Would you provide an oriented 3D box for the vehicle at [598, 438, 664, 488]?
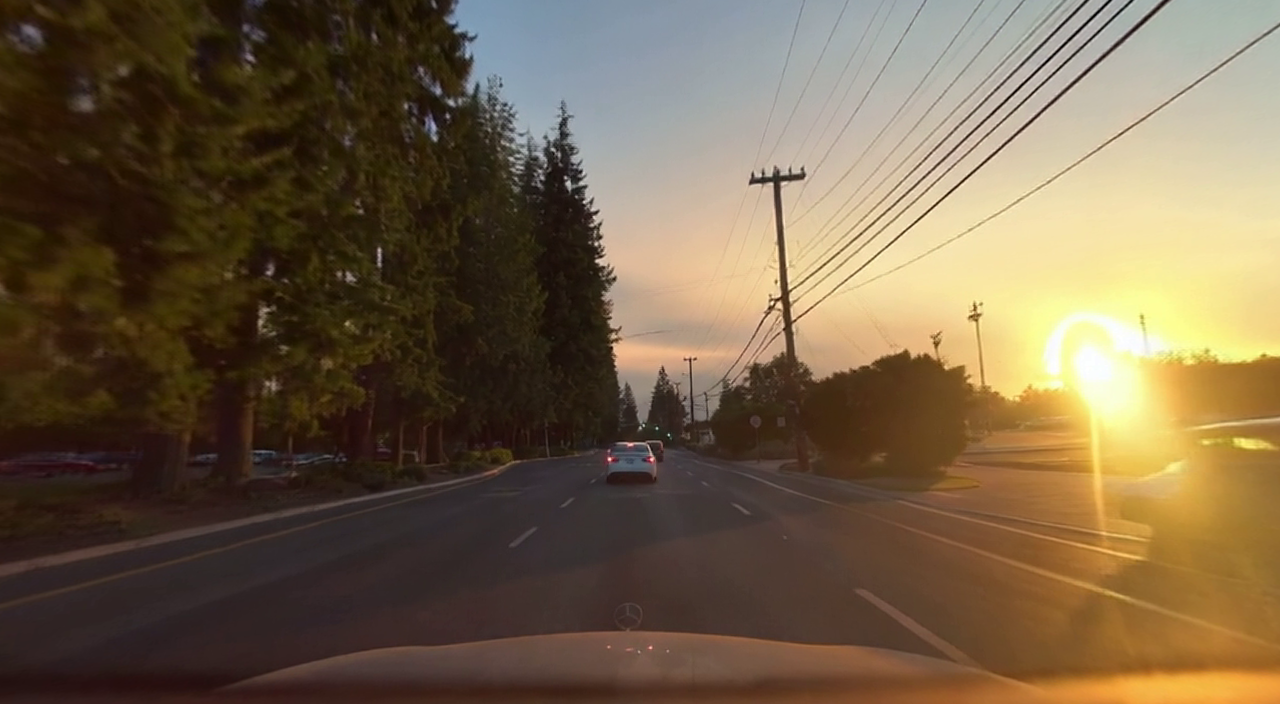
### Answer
[{"bbox_3d":[-0.263,3.642,20.926,1.991,1.463,3.988,0,-8,0],"label":"vehicle"}]
